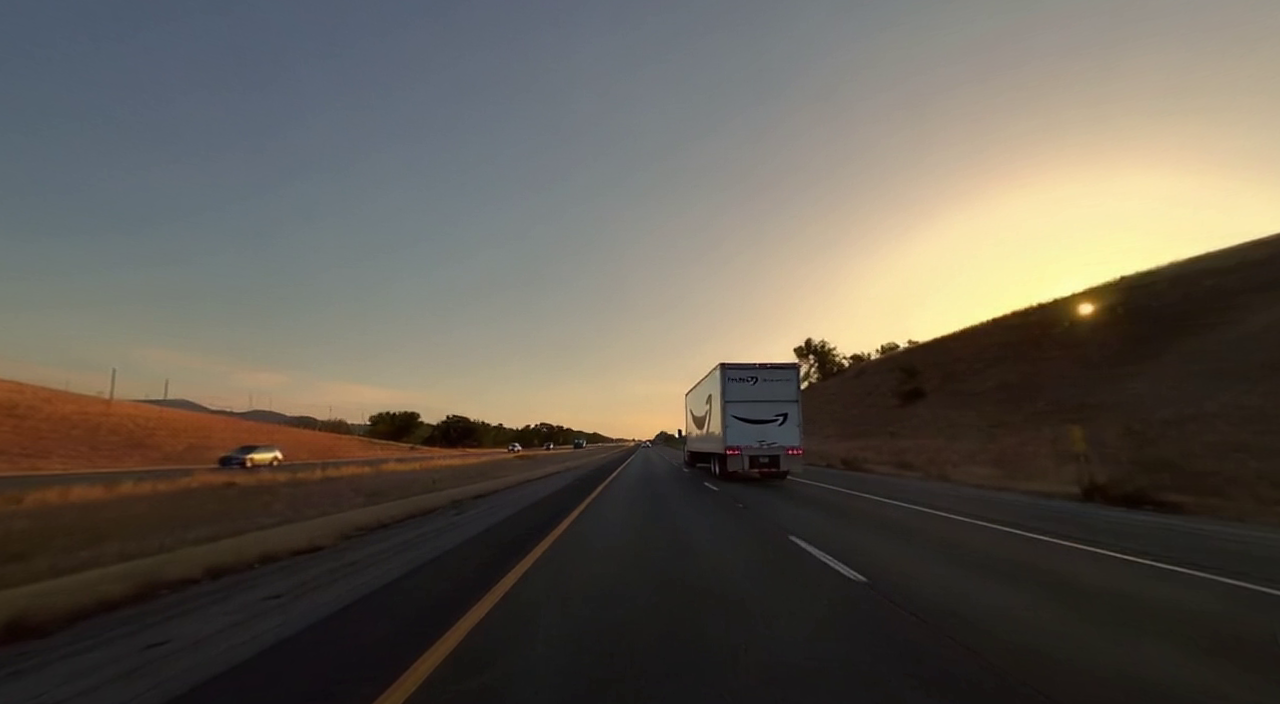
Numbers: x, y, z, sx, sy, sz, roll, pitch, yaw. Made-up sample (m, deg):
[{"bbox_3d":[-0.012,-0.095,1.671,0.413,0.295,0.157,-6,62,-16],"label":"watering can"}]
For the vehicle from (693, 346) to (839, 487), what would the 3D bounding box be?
[{"bbox_3d":[4.563,3.167,27.716,3.190,4.365,16.625,0,-8,1],"label":"vehicle"}]

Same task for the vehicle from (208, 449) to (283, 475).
[{"bbox_3d":[-28.441,7.930,45.483,2.216,1.758,4.974,0,-8,0],"label":"vehicle"}]
